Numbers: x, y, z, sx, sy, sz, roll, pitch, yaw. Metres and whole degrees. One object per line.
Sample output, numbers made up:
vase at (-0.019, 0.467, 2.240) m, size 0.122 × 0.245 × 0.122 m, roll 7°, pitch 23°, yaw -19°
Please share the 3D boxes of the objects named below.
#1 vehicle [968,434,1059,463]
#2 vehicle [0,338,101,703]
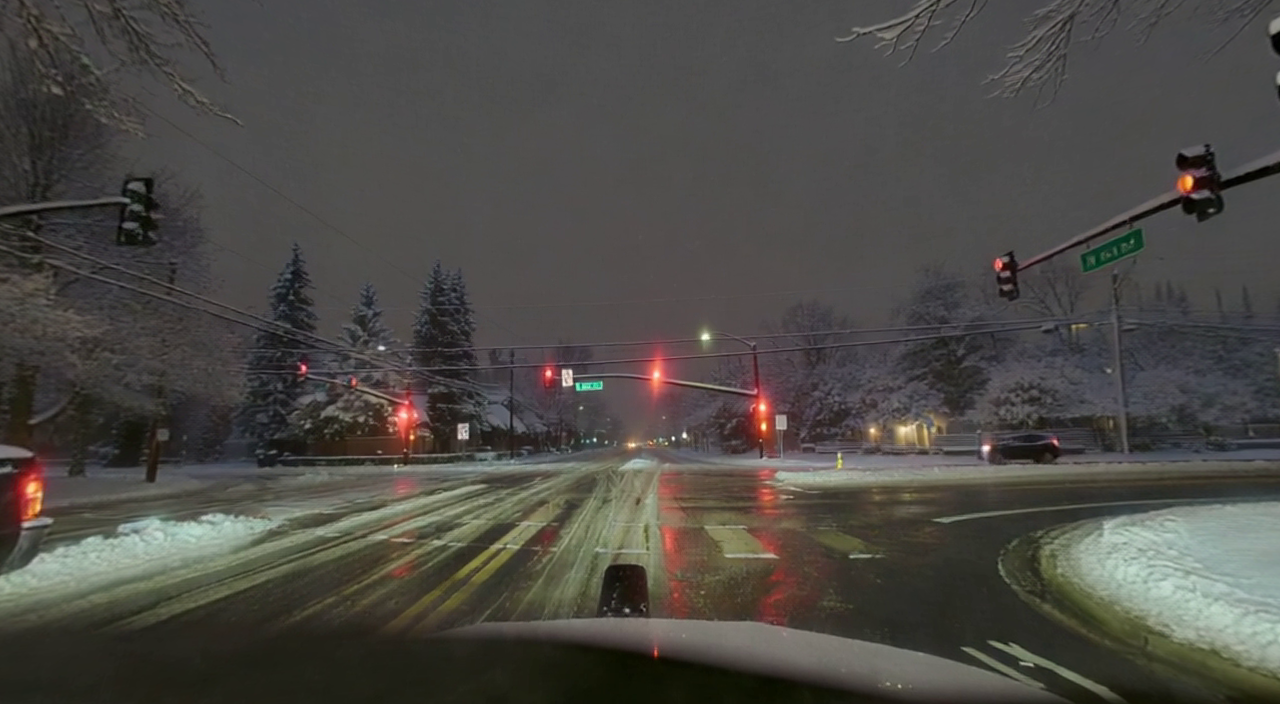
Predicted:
vehicle at (20.042, 5.189, 34.005) m, size 3.952 × 1.468 × 1.768 m, roll -4°, pitch -9°, yaw 22°
vehicle at (-3.266, 0.529, 0.407) m, size 1.954 × 1.689 × 4.347 m, roll 0°, pitch -8°, yaw 0°
